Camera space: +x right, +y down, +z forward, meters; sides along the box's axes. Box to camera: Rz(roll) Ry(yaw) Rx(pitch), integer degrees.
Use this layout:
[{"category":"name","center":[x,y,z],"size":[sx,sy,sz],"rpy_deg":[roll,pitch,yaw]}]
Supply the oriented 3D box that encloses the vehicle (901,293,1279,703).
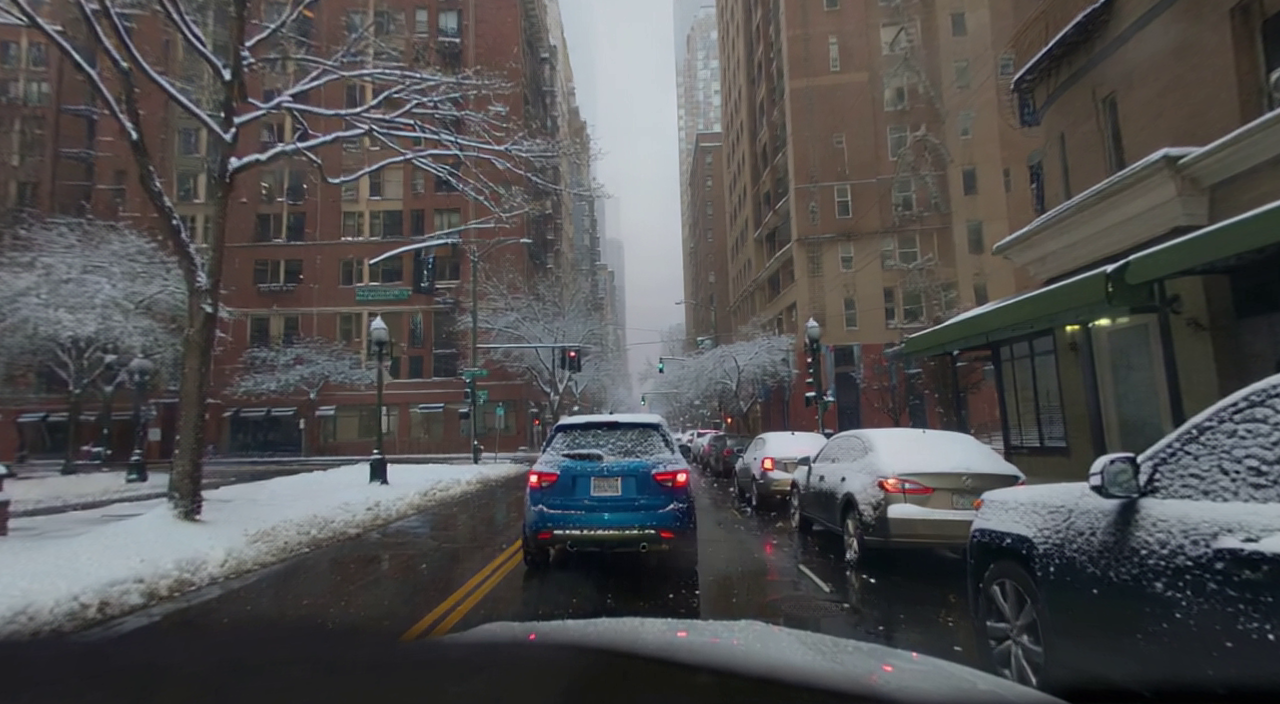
[{"category":"vehicle","center":[3.001,0.749,2.242],"size":[2.063,1.760,4.664],"rpy_deg":[0,-9,-1]}]

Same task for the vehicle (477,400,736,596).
[{"category":"vehicle","center":[-0.338,1.581,7.634],"size":[2.249,1.684,4.084],"rpy_deg":[0,-9,-1]}]

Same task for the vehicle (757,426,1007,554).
[{"category":"vehicle","center":[3.290,1.978,9.812],"size":[1.941,1.482,4.632],"rpy_deg":[0,-9,-2]}]
